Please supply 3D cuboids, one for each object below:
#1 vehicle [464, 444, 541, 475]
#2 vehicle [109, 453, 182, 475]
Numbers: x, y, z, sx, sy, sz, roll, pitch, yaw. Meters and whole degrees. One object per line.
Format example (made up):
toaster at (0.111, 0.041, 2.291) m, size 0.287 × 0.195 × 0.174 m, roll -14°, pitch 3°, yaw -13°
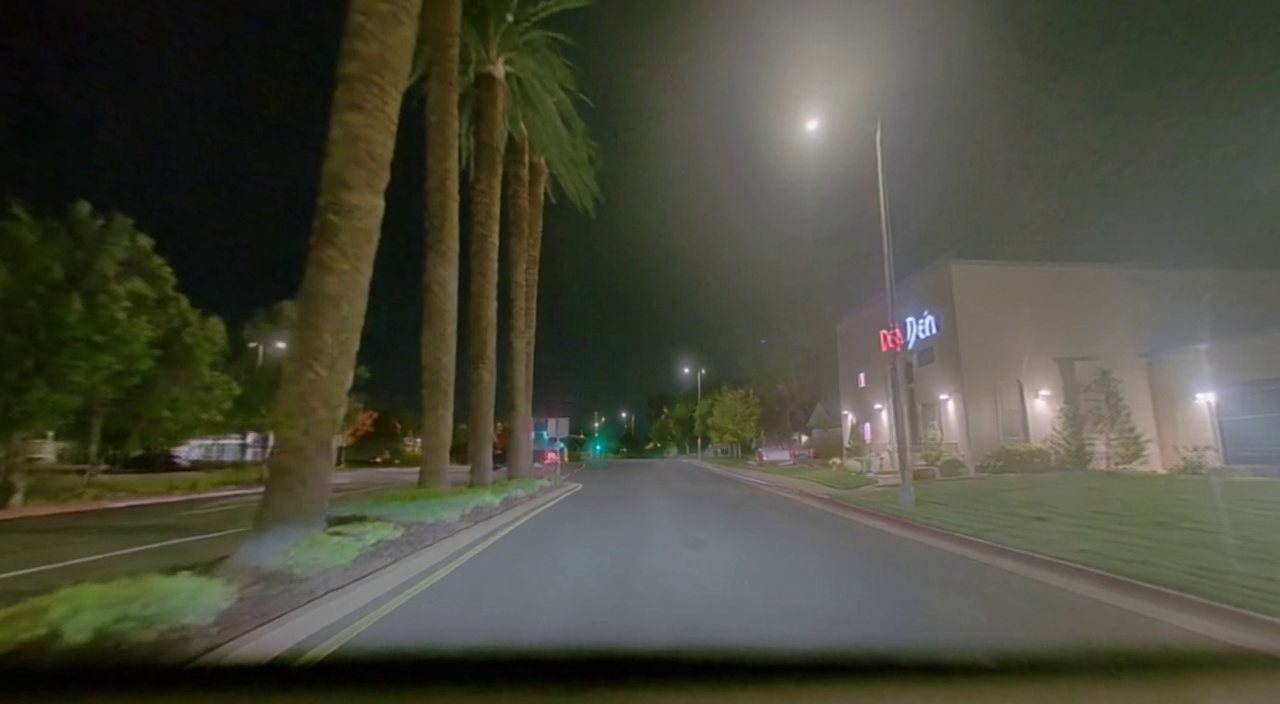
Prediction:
vehicle at (-8.799, 6.839, 40.350) m, size 4.651 × 1.863 × 2.174 m, roll -6°, pitch -11°, yaw 34°
vehicle at (-36.776, 8.312, 47.168) m, size 1.919 × 1.502 × 4.695 m, roll 1°, pitch -9°, yaw -4°
